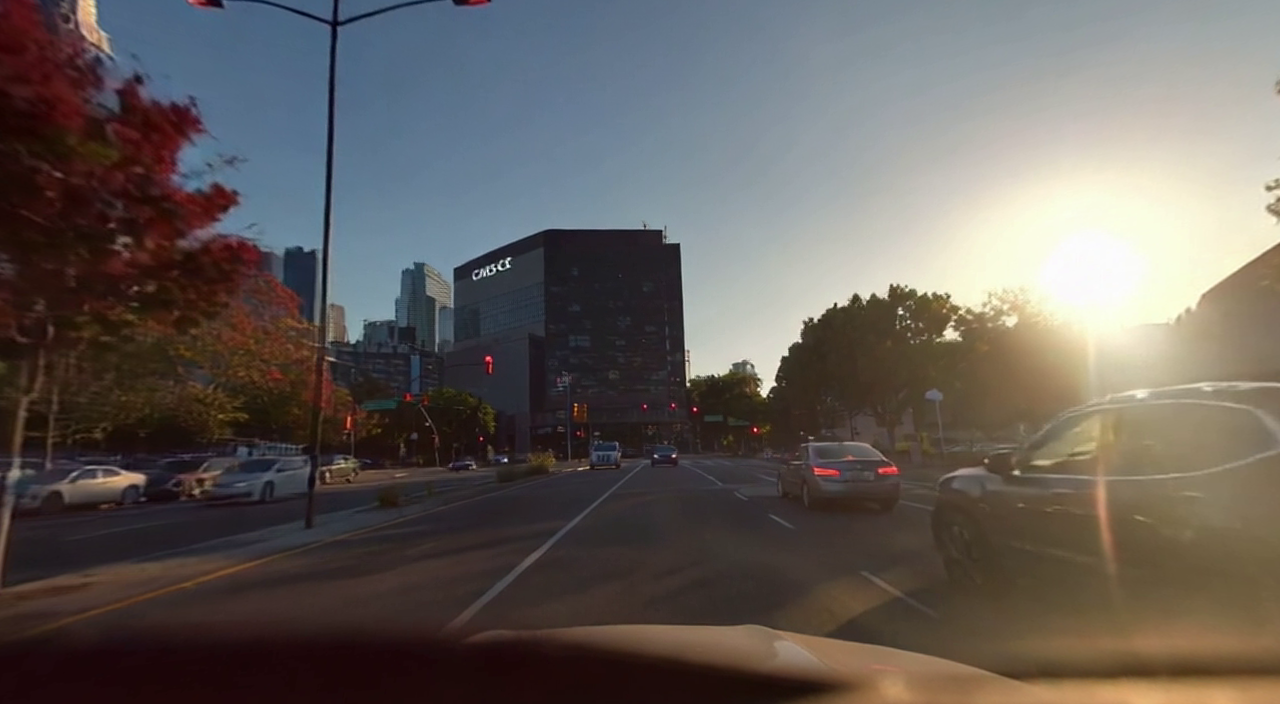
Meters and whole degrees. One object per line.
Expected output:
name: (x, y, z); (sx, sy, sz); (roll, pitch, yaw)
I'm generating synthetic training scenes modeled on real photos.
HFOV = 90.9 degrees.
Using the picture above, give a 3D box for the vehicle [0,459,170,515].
vehicle: (-17.476, 4.181, 19.978); (1.804, 1.437, 4.560); (0, -8, -3)

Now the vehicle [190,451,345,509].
vehicle: (-10.709, 3.674, 18.582); (1.884, 1.456, 4.356); (0, -8, 0)

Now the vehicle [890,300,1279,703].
vehicle: (3.445, 0.887, 3.363); (2.282, 1.797, 4.924); (-1, -8, 2)

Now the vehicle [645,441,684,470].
vehicle: (1.374, 5.768, 35.236); (2.059, 1.477, 3.988); (-1, -8, 2)

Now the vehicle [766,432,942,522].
vehicle: (4.159, 2.516, 13.298); (2.109, 1.510, 4.927); (-1, -8, 2)

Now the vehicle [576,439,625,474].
vehicle: (-1.972, 5.394, 32.826); (2.057, 1.678, 4.639); (-1, -8, 3)
